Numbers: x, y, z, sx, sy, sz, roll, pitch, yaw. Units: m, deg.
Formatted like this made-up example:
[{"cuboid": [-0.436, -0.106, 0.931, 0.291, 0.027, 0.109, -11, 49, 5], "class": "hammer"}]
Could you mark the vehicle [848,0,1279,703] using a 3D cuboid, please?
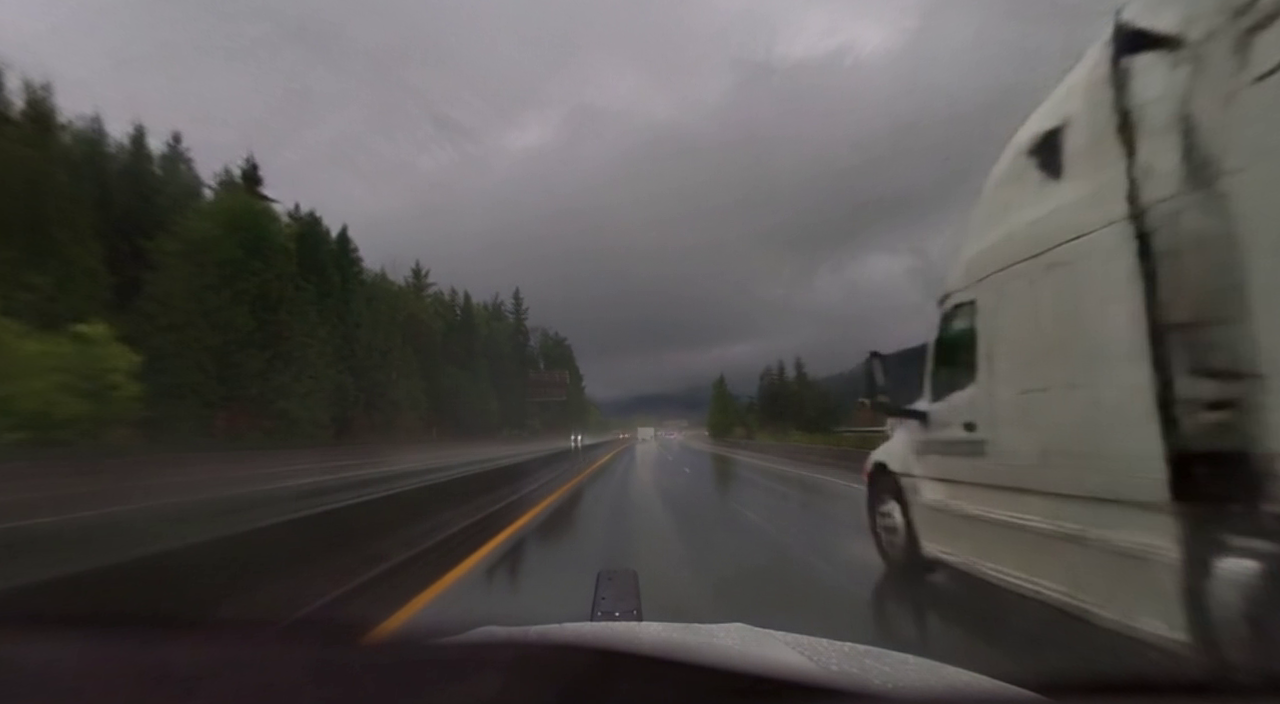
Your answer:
[{"cuboid": [4.159, 0.012, 4.783, 2.982, 3.909, 5.794, 0, -7, -1], "class": "vehicle"}]
